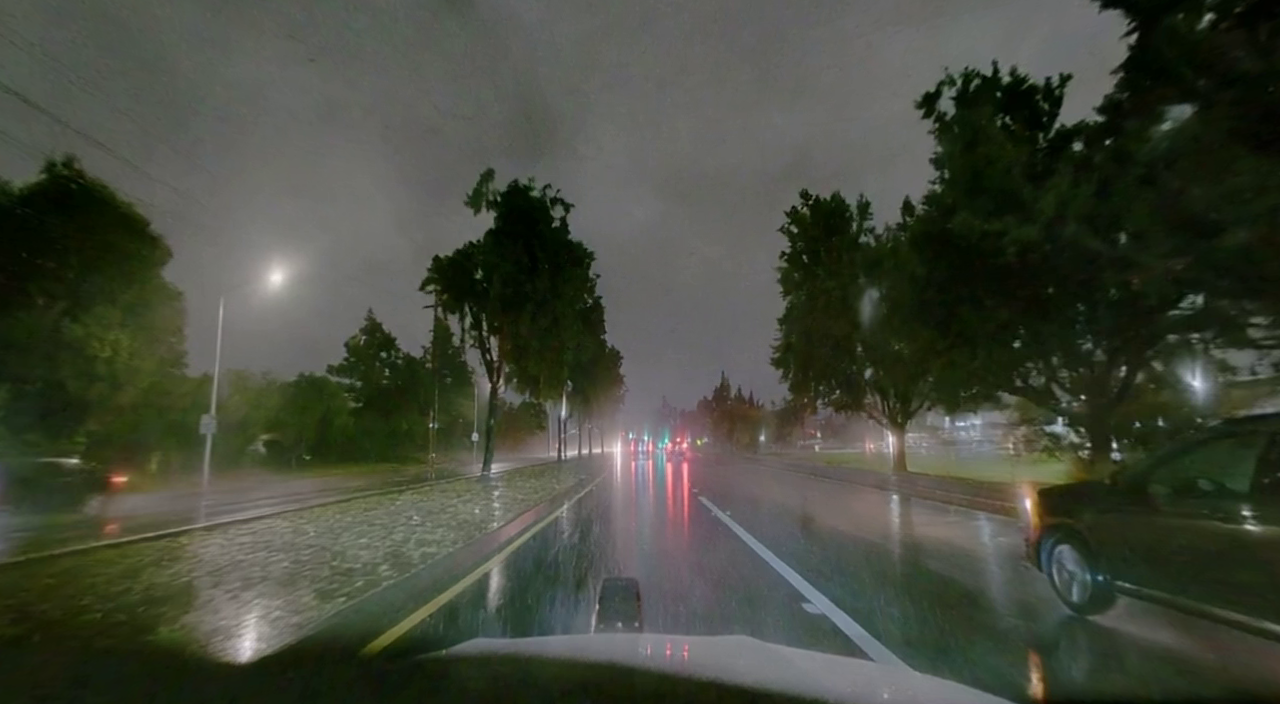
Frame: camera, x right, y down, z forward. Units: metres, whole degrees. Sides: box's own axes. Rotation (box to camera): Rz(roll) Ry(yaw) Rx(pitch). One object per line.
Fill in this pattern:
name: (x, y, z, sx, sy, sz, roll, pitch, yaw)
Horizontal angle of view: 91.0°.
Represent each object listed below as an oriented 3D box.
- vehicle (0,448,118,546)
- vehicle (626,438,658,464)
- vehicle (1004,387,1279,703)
vehicle: (-9.904, 2.097, 9.167, 1.527, 1.380, 3.460, 0, -9, 1)
vehicle: (0.059, 7.171, 45.637, 2.189, 1.776, 4.342, 0, -9, -2)
vehicle: (4.233, 0.937, 2.804, 2.235, 1.597, 4.918, 0, -9, 0)
